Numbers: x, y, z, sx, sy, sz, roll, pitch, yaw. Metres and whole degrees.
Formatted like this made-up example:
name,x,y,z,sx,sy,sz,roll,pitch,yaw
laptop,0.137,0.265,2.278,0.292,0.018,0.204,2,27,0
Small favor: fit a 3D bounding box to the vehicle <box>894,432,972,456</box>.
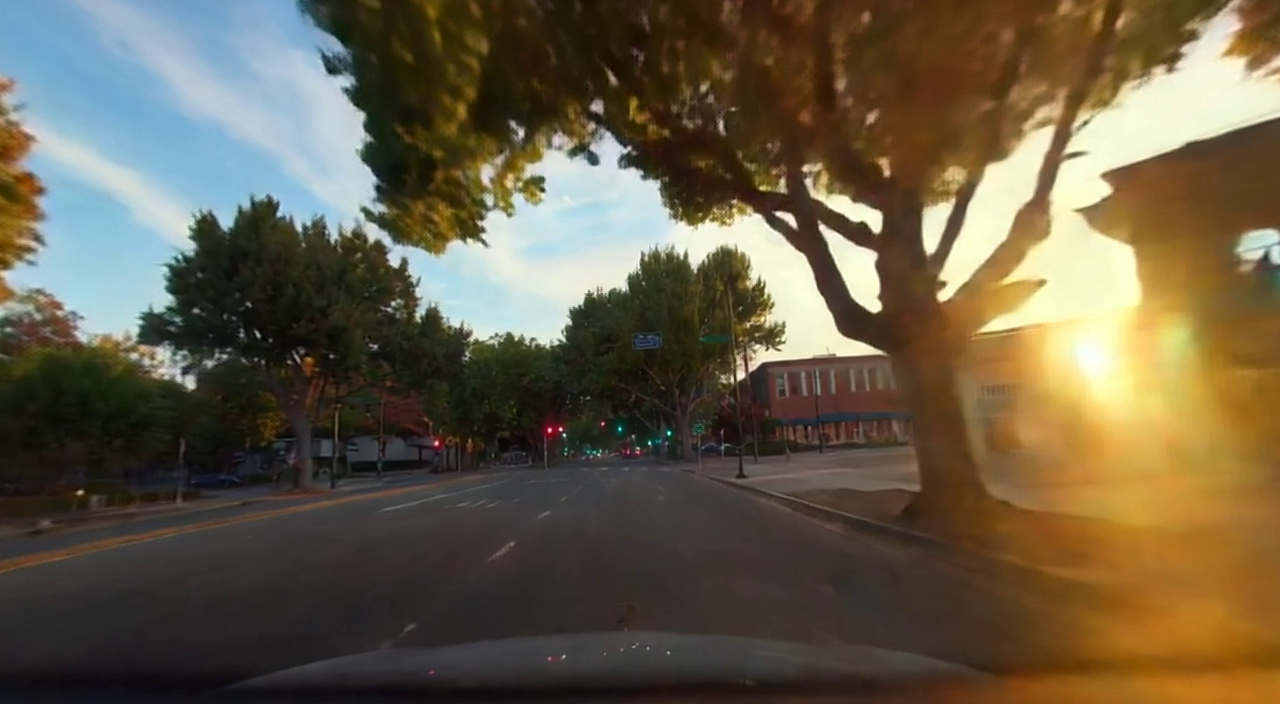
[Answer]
name,x,y,z,sx,sy,sz,roll,pitch,yaw
vehicle,22.868,7.218,49.399,4.902,1.519,2.182,-4,-9,0
